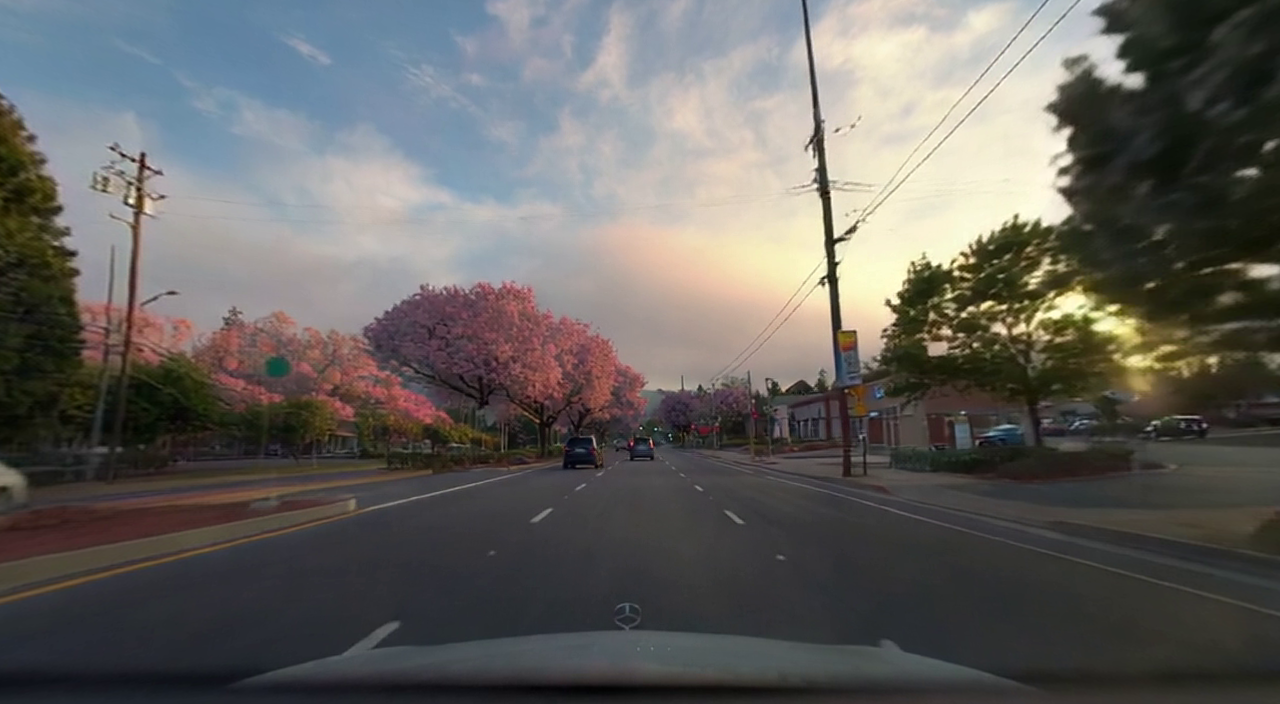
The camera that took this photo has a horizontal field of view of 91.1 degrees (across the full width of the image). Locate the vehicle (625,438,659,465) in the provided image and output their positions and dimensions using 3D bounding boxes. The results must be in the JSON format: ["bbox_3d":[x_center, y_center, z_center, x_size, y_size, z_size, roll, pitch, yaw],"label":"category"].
[{"bbox_3d":[0.104,6.473,41.052,2.149,1.701,4.379,0,-8,-1],"label":"vehicle"}]

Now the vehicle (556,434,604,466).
[{"bbox_3d":[-3.647,6.065,38.930,2.453,1.844,4.751,0,-8,1],"label":"vehicle"}]

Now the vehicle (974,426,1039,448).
[{"bbox_3d":[25.430,5.908,43.702,1.728,1.443,4.505,1,-8,-1],"label":"vehicle"}]
